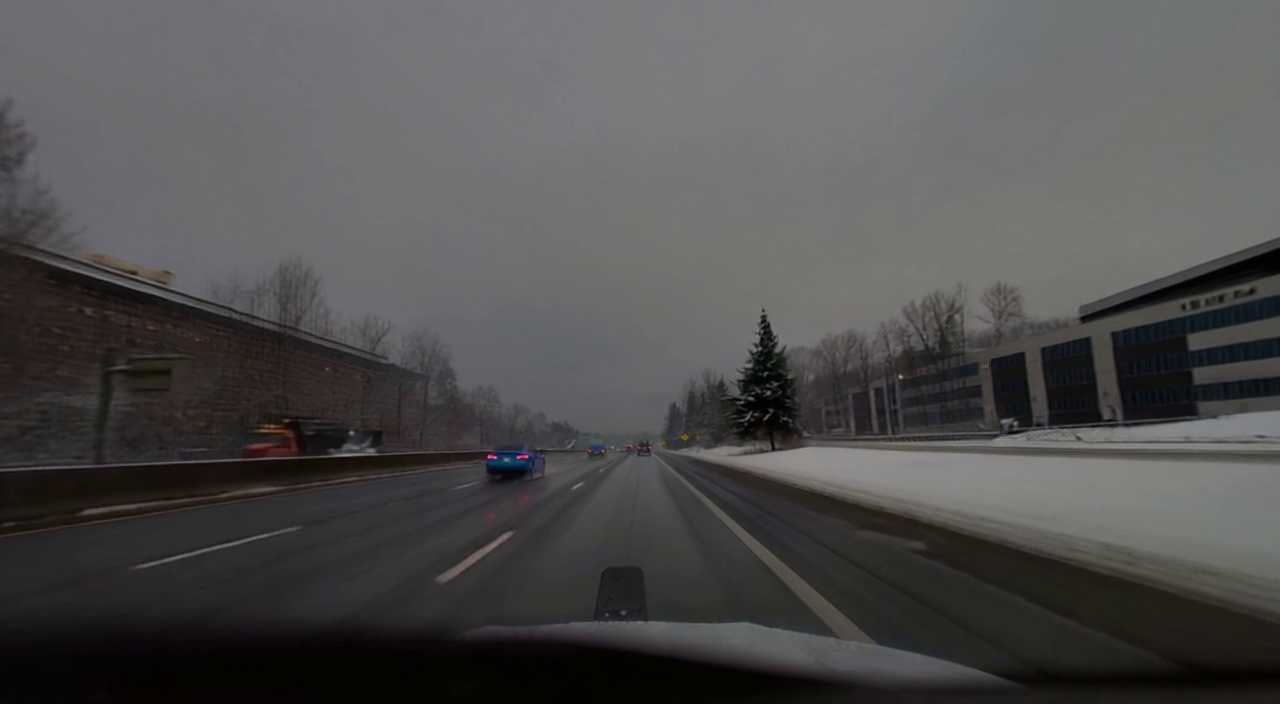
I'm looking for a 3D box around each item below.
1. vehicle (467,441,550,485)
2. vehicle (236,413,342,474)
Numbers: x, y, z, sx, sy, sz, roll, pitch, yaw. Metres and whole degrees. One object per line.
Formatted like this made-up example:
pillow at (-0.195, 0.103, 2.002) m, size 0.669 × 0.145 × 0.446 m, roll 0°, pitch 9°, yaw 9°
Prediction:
vehicle at (-4.733, 4.050, 23.436) m, size 2.083 × 1.471 × 4.350 m, roll 0°, pitch -8°, yaw 1°
vehicle at (-25.043, 6.600, 45.641) m, size 2.979 × 3.958 × 8.184 m, roll 0°, pitch -8°, yaw -1°
